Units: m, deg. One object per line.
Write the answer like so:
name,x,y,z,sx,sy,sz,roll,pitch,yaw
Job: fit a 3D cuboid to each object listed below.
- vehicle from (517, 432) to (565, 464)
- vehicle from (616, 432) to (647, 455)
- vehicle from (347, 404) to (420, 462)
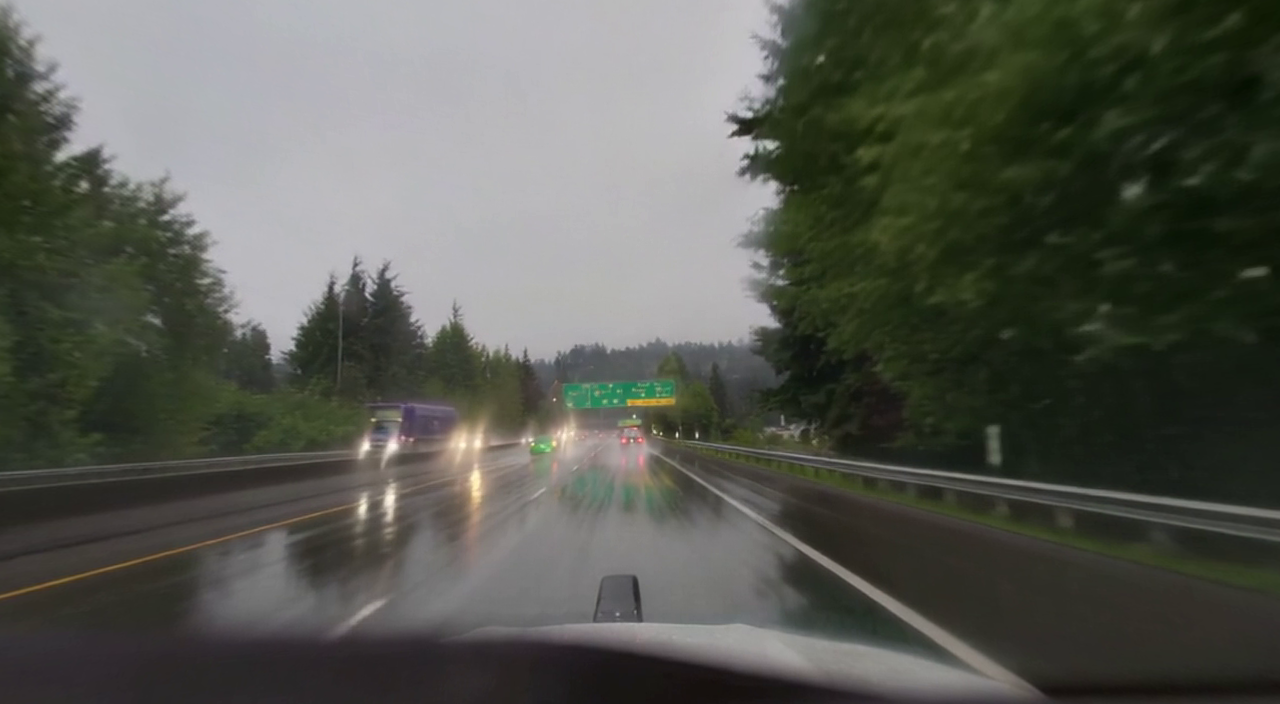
vehicle,-5.001,4.882,32.284,1.959,1.514,3.668,0,-8,-1
vehicle,-0.597,6.560,45.414,2.139,1.561,4.060,0,-8,-1
vehicle,-18.567,5.931,46.026,2.987,3.956,5.796,0,-8,-2
